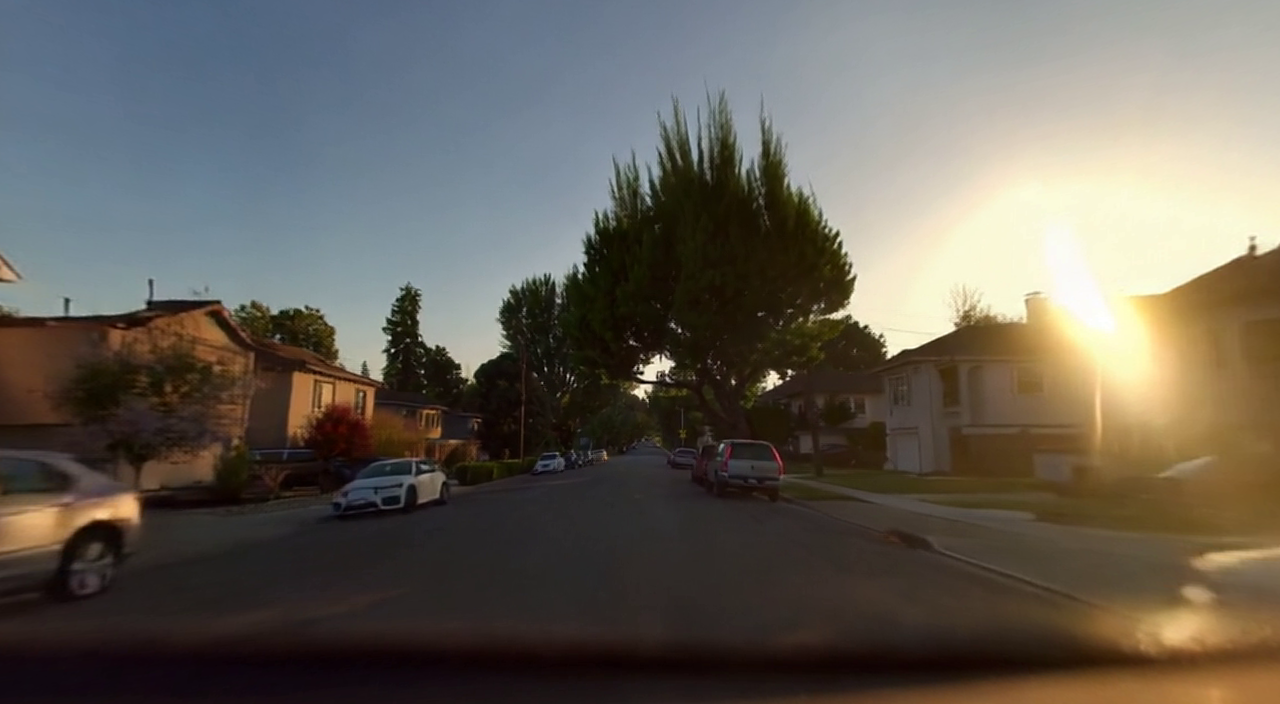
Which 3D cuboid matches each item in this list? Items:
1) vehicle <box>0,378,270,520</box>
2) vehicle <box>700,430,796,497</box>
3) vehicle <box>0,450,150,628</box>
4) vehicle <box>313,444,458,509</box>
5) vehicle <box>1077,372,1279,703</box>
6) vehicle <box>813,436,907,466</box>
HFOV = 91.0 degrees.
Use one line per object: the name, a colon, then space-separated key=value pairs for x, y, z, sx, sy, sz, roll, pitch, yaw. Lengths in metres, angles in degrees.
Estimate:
vehicle: x=-13.921 y=2.475 z=16.506 sx=6.585 sy=3.247 sz=3.011 roll=-2 pitch=-6 yaw=2
vehicle: x=3.279 y=3.508 z=20.232 sx=2.262 sy=1.870 sz=4.948 roll=0 pitch=-8 yaw=1
vehicle: x=-6.896 y=1.579 z=4.976 sx=1.905 sy=1.602 sz=4.974 roll=-2 pitch=-12 yaw=2
vehicle: x=-6.825 y=3.564 z=17.510 sx=2.071 sy=1.481 sz=4.425 roll=-2 pitch=-14 yaw=1
vehicle: x=3.174 y=0.668 z=0.734 sx=2.050 sy=1.598 sz=4.590 roll=0 pitch=-8 yaw=1
vehicle: x=11.416 y=5.169 z=32.946 sx=4.111 sy=1.459 sz=2.214 roll=-1 pitch=-8 yaw=4
